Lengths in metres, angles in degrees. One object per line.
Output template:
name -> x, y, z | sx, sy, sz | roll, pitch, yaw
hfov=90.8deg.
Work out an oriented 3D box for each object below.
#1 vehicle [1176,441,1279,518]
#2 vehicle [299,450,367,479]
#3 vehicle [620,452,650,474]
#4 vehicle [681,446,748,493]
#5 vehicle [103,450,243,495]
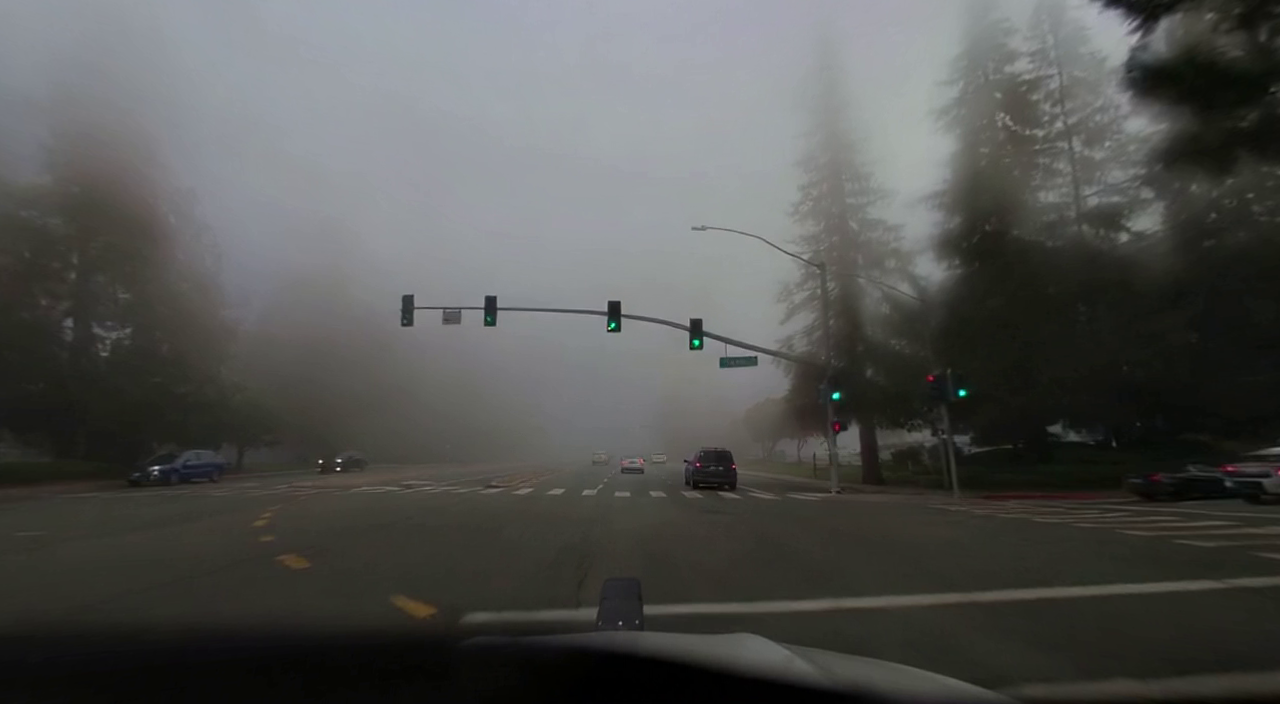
vehicle -> 15.179, 2.840, 14.334 | 4.096, 1.605, 2.072 | 0, -9, 0
vehicle -> -19.411, 7.128, 40.192 | 2.048, 1.686, 4.427 | 0, -9, 0
vehicle -> -0.378, 8.020, 45.717 | 2.039, 1.455, 3.826 | 0, -8, -1
vehicle -> 3.034, 4.877, 26.692 | 2.181, 1.781, 4.257 | 0, -9, -1
vehicle -> -22.995, 5.914, 31.554 | 2.598, 1.924, 5.802 | -1, -8, 0
